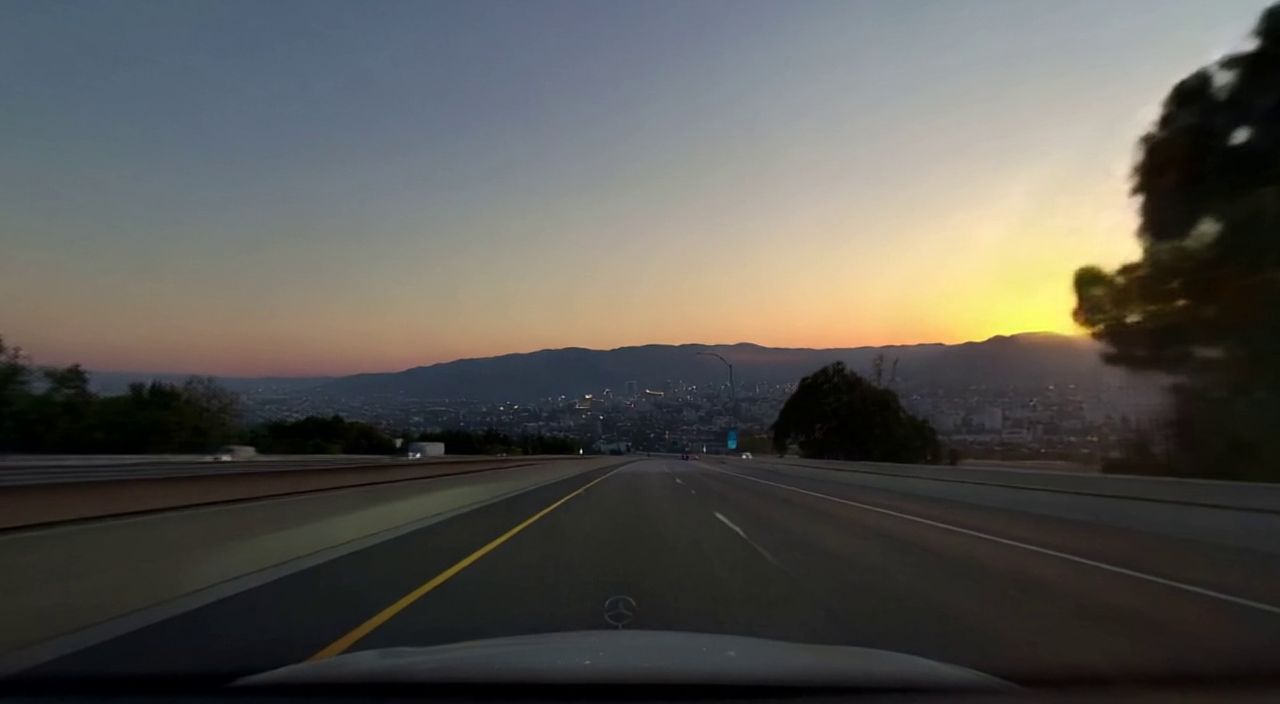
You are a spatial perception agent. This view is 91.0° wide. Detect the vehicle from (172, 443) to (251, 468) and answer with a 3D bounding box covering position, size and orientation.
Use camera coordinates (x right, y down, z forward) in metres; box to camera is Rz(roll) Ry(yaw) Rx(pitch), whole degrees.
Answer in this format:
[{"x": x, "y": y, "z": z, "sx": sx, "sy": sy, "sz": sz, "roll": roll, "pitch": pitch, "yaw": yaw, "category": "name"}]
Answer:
[{"x": -31.846, "y": 7.710, "z": 47.016, "sx": 2.167, "sy": 1.681, "sz": 5.717, "roll": 0, "pitch": -9, "yaw": -4, "category": "vehicle"}]
